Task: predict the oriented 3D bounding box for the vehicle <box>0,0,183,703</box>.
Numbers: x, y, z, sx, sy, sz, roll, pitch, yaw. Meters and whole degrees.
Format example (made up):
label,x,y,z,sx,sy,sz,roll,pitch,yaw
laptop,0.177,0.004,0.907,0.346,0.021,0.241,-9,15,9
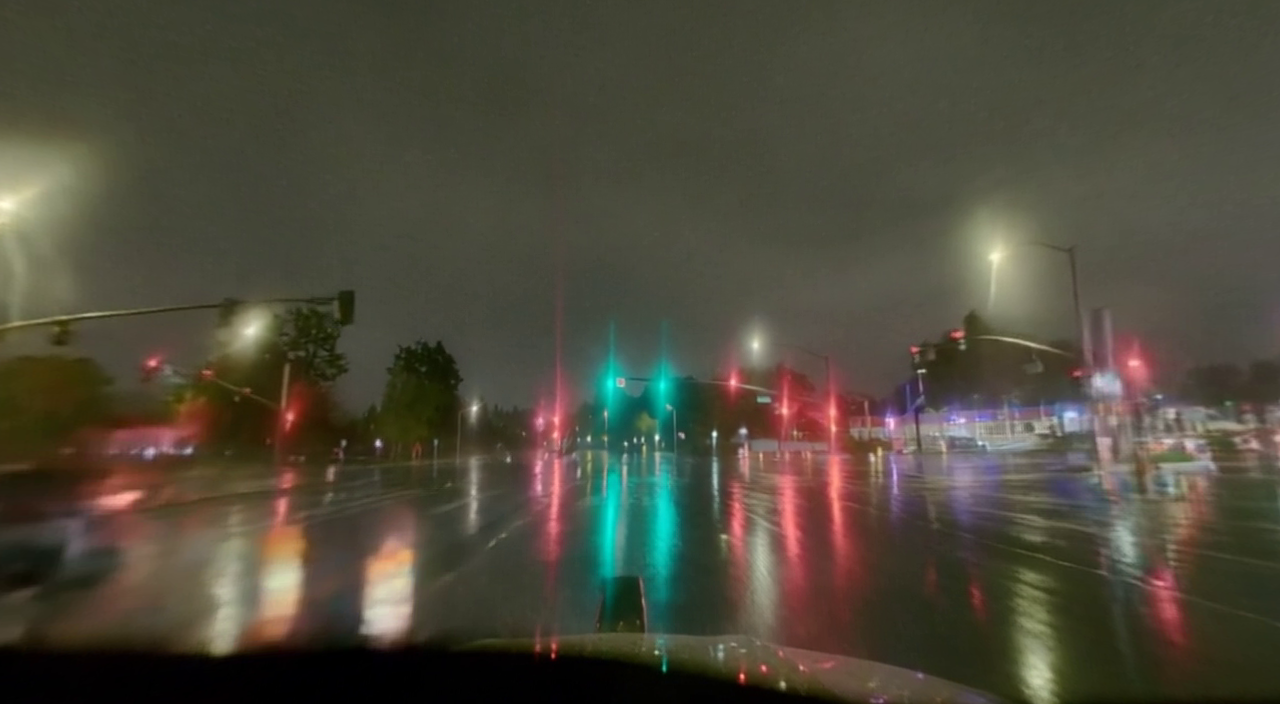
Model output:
label,x,y,z,sx,sy,sz,roll,pitch,yaw
vehicle,-3.930,-0.104,1.974,2.637,3.576,3.006,-1,-7,-1
